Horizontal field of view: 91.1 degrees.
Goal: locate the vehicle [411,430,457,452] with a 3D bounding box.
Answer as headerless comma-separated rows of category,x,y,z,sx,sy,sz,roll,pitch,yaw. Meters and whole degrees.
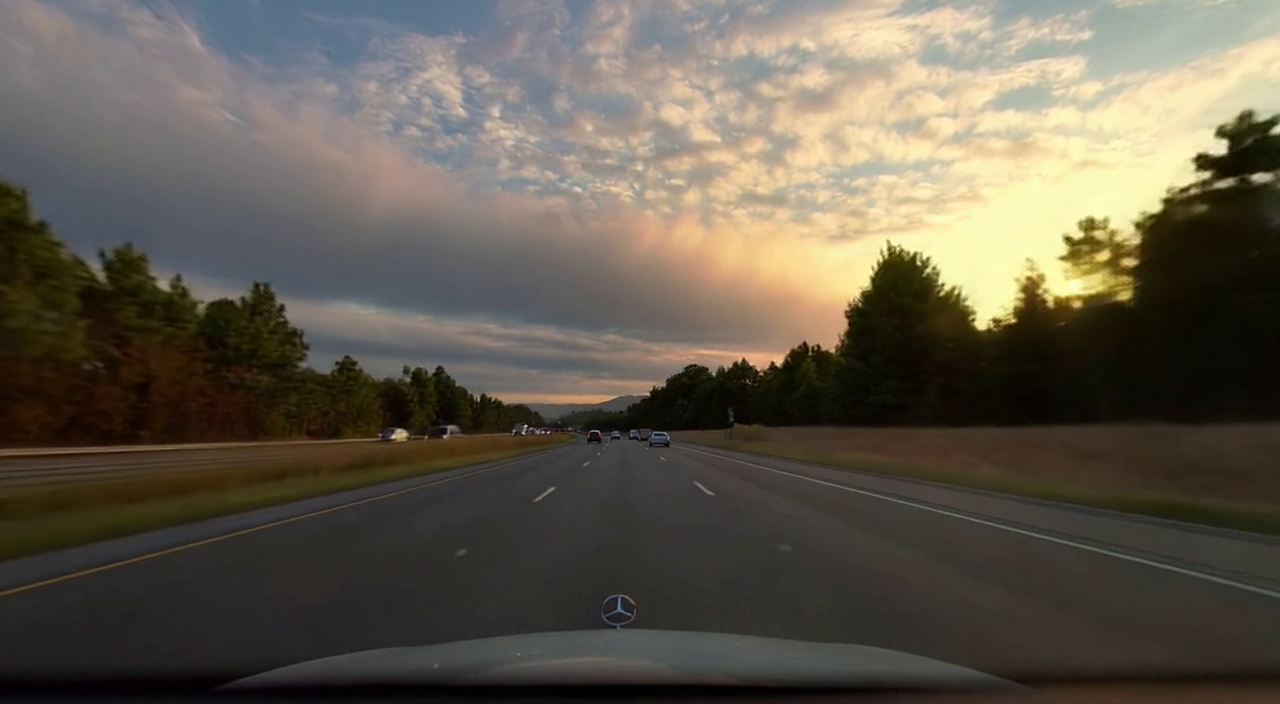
vehicle,-13.931,6.056,42.743,1.969,1.424,3.731,0,-8,-2

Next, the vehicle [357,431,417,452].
vehicle,-17.660,6.285,44.214,2.134,1.357,5.268,0,-8,-1
